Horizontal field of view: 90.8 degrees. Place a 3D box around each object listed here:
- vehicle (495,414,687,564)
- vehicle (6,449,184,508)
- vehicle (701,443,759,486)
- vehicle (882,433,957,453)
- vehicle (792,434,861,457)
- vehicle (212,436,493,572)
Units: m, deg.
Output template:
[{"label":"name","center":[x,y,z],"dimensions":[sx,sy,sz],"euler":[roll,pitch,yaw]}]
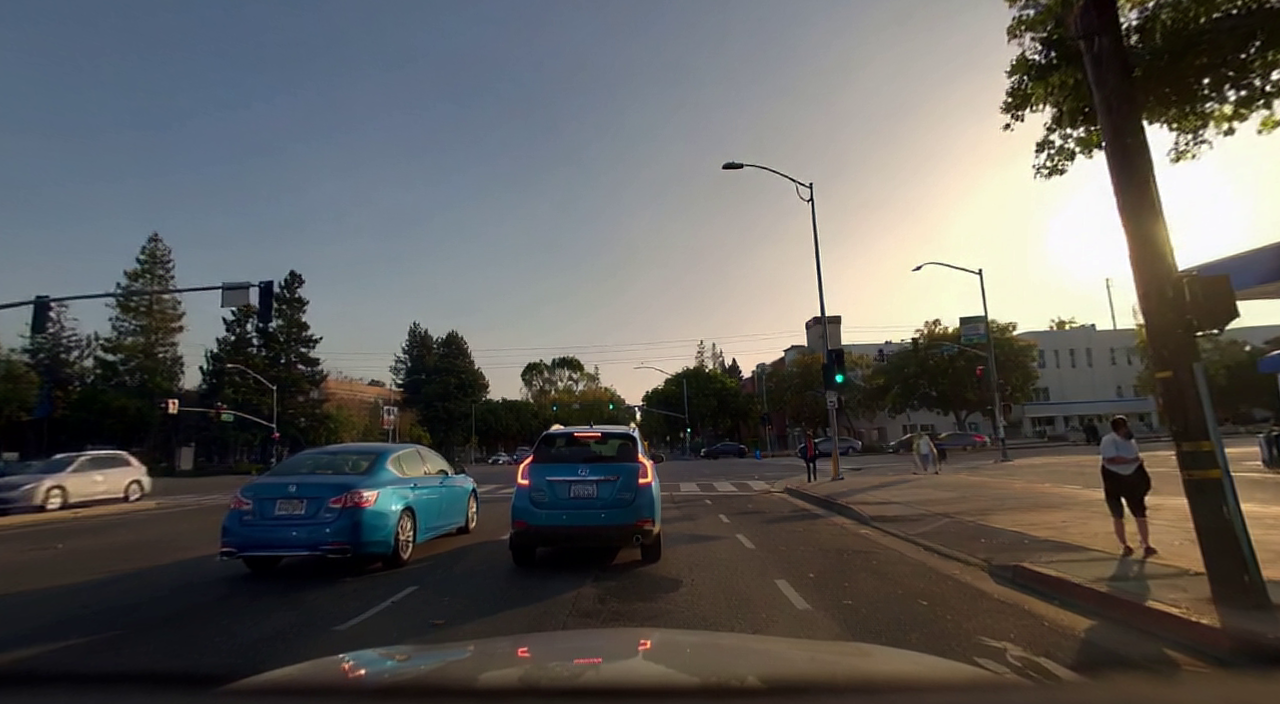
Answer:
[{"label":"vehicle","center":[-0.579,1.896,9.498],"dimensions":[2.210,1.722,4.215],"euler":[0,-8,0]},{"label":"vehicle","center":[-18.385,4.218,21.678],"dimensions":[2.029,1.748,4.518],"euler":[0,-8,0]},{"label":"vehicle","center":[3.396,4.200,23.997],"dimensions":[1.976,1.462,4.342],"euler":[-1,-8,8]},{"label":"vehicle","center":[20.734,6.765,46.979],"dimensions":[4.700,1.417,1.789],"euler":[0,-8,1]},{"label":"vehicle","center":[13.888,6.992,47.265],"dimensions":[4.524,1.681,1.823],"euler":[0,-8,-1]},{"label":"vehicle","center":[-3.706,2.012,9.220],"dimensions":[2.003,1.492,4.291],"euler":[0,-8,1]}]
